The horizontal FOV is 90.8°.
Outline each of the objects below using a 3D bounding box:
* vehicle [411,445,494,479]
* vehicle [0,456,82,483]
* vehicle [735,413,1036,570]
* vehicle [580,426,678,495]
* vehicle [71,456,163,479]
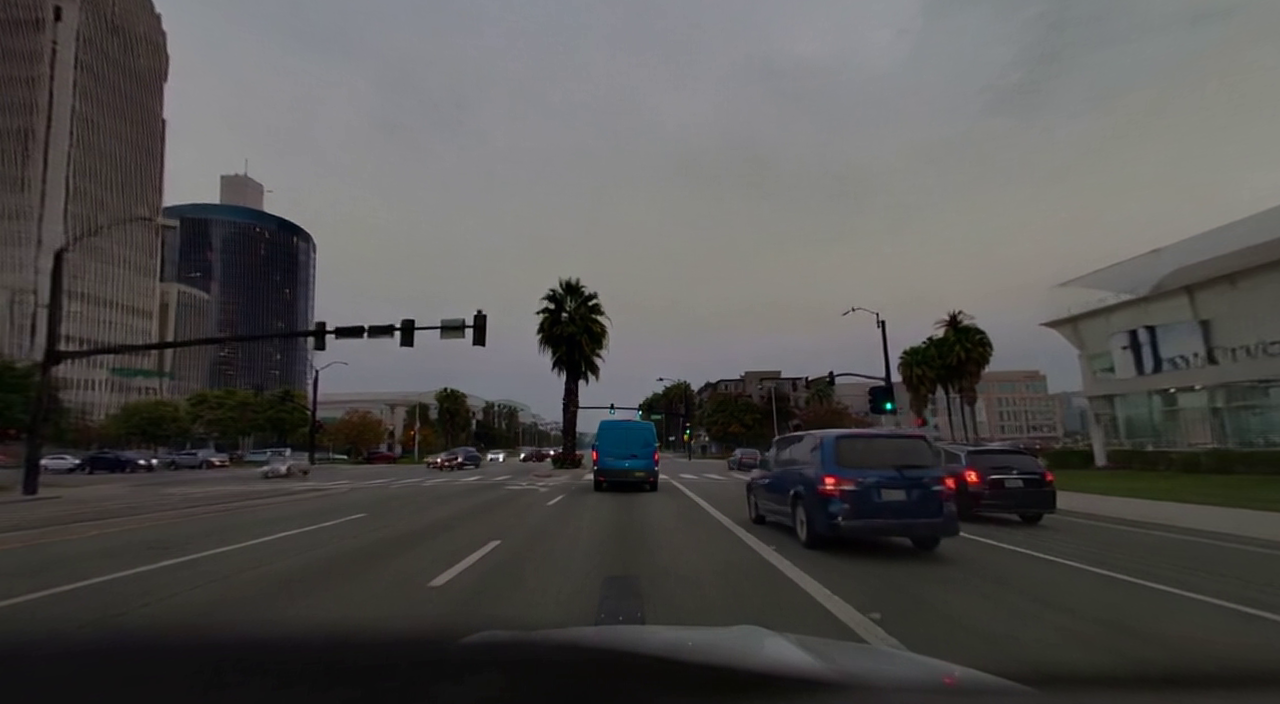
[{"bbox_3d":[-10.074,5.833,33.795,4.681,1.653,2.109,-8,-12,43],"label":"vehicle"},{"bbox_3d":[-41.084,7.941,42.795,4.485,1.732,2.120,0,-9,-1],"label":"vehicle"},{"bbox_3d":[3.142,1.935,9.615,2.462,1.736,4.899,0,-9,-2],"label":"vehicle"},{"bbox_3d":[-0.449,3.609,21.422,2.848,1.991,5.706,0,-9,-3],"label":"vehicle"},{"bbox_3d":[-38.764,8.552,46.951,4.644,1.622,2.315,0,-9,-3],"label":"vehicle"}]
